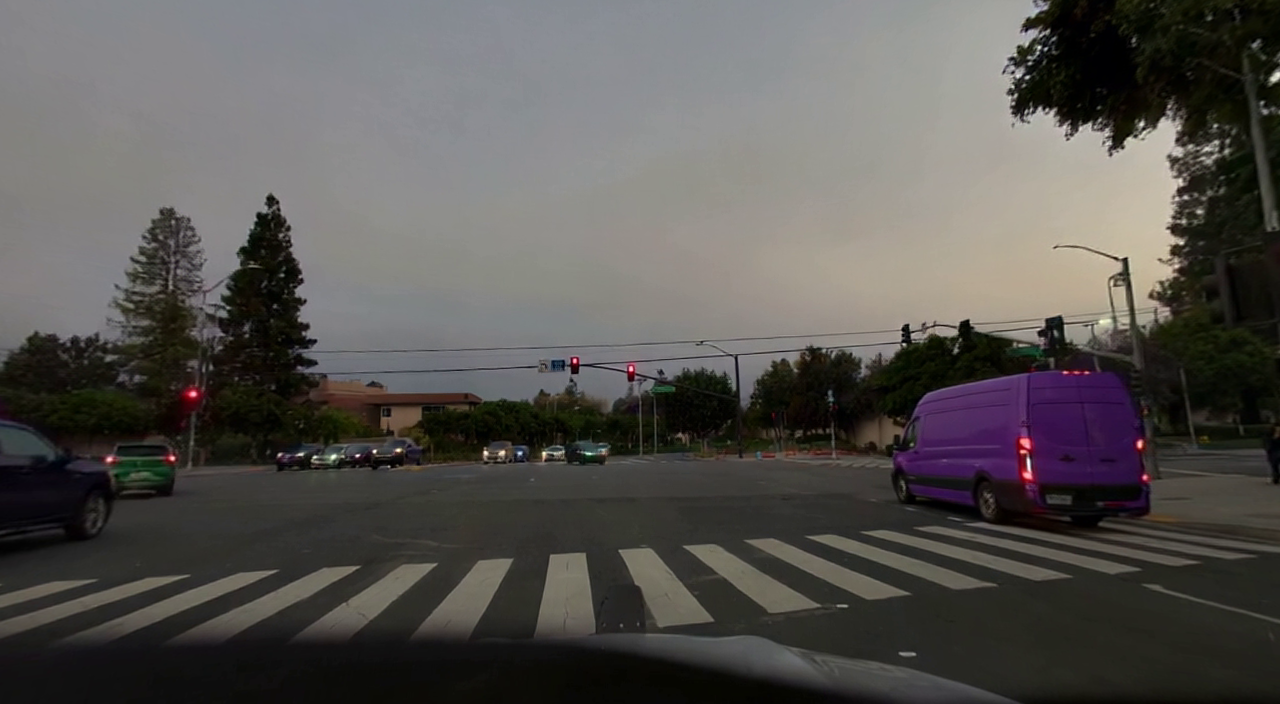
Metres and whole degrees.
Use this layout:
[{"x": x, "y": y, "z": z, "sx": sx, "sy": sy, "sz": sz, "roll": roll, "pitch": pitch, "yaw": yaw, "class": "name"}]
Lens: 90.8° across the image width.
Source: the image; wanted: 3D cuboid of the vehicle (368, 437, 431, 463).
[{"x": -17.388, "y": 7.148, "z": 46.005, "sx": 2.189, "sy": 1.753, "sz": 4.785, "roll": -1, "pitch": -9, "yaw": 8, "class": "vehicle"}]

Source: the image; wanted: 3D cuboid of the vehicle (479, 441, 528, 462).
[{"x": -10.154, "y": 7.469, "z": 47.400, "sx": 2.097, "sy": 1.484, "sz": 4.596, "roll": -1, "pitch": -9, "yaw": 8, "class": "vehicle"}]

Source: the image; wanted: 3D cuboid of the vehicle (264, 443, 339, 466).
[{"x": -21.841, "y": 6.644, "z": 40.998, "sx": 1.859, "sy": 1.415, "sz": 4.591, "roll": -1, "pitch": -9, "yaw": 8, "class": "vehicle"}]

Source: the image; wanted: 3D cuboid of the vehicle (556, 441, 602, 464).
[{"x": -4.003, "y": 6.501, "z": 41.024, "sx": 1.907, "sy": 1.409, "sz": 3.909, "roll": 3, "pitch": -9, "yaw": -21, "class": "vehicle"}]

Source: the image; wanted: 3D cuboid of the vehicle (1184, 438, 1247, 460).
[{"x": 39.050, "y": 6.556, "z": 42.850, "sx": 4.010, "sy": 1.452, "sz": 1.800, "roll": 5, "pitch": -10, "yaw": -29, "class": "vehicle"}]

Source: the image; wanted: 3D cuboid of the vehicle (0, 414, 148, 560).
[{"x": -8.457, "y": 1.595, "z": 7.539, "sx": 2.115, "sy": 1.653, "sz": 4.553, "roll": 1, "pitch": -9, "yaw": -11, "class": "vehicle"}]

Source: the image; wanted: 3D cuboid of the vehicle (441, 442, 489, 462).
[{"x": -13.189, "y": 7.590, "z": 47.854, "sx": 1.845, "sy": 1.426, "sz": 4.289, "roll": -1, "pitch": -9, "yaw": 8, "class": "vehicle"}]

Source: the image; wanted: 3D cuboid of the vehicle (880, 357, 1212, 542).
[{"x": 6.553, "y": 1.715, "z": 11.343, "sx": 2.332, "sy": 2.511, "sz": 5.326, "roll": 0, "pitch": -9, "yaw": 0, "class": "vehicle"}]
